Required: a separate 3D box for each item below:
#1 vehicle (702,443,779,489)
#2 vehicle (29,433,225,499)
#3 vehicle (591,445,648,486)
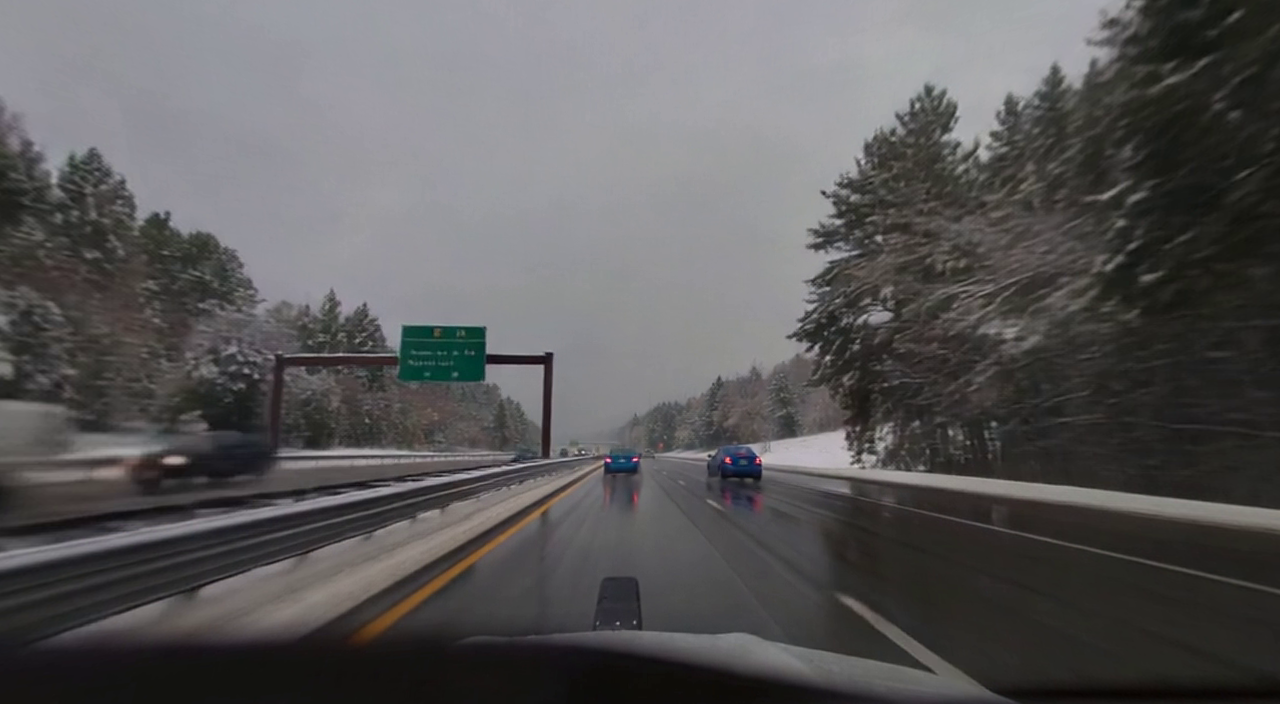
[{"bbox_3d":[3.782,4.354,24.320,2.300,1.595,4.144,0,-9,0],"label":"vehicle"},{"bbox_3d":[-13.719,3.059,17.149,2.006,1.561,3.971,0,-9,-1],"label":"vehicle"},{"bbox_3d":[-0.784,4.550,25.479,2.128,1.516,4.410,0,-9,0],"label":"vehicle"}]
